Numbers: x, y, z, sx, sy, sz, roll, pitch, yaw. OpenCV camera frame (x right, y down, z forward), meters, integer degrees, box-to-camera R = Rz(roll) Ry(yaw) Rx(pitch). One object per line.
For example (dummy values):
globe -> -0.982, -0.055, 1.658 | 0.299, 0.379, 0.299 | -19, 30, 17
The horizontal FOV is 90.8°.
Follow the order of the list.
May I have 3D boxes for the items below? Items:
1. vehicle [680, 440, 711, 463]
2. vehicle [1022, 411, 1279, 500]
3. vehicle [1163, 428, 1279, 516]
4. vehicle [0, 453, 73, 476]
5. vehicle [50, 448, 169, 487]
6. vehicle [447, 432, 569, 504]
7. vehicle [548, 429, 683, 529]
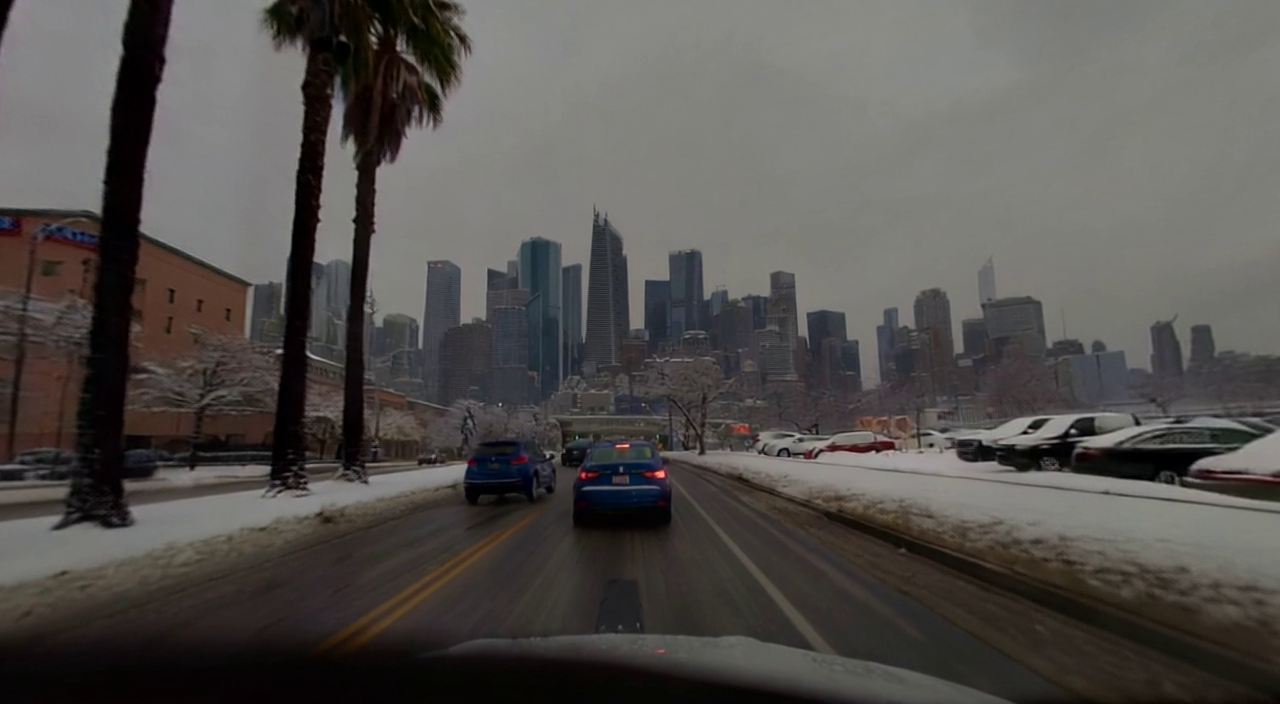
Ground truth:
vehicle -> 4.272, 7.725, 49.262 | 2.039, 1.701, 4.223 | 0, -9, 0
vehicle -> 12.631, 2.479, 15.365 | 5.188, 1.805, 2.228 | -2, -8, -3
vehicle -> 13.418, 2.237, 12.327 | 4.749, 1.522, 1.905 | -1, -9, -3
vehicle -> -42.162, 7.711, 43.494 | 4.309, 1.484, 1.884 | 0, -8, -1
vehicle -> -23.550, 5.099, 28.247 | 1.819, 1.587, 3.963 | 0, -9, 0
vehicle -> -3.129, 2.861, 16.018 | 2.071, 1.544, 4.383 | 0, -8, 1
vehicle -> -0.355, 2.182, 11.355 | 2.004, 1.465, 3.713 | 0, -9, 0
